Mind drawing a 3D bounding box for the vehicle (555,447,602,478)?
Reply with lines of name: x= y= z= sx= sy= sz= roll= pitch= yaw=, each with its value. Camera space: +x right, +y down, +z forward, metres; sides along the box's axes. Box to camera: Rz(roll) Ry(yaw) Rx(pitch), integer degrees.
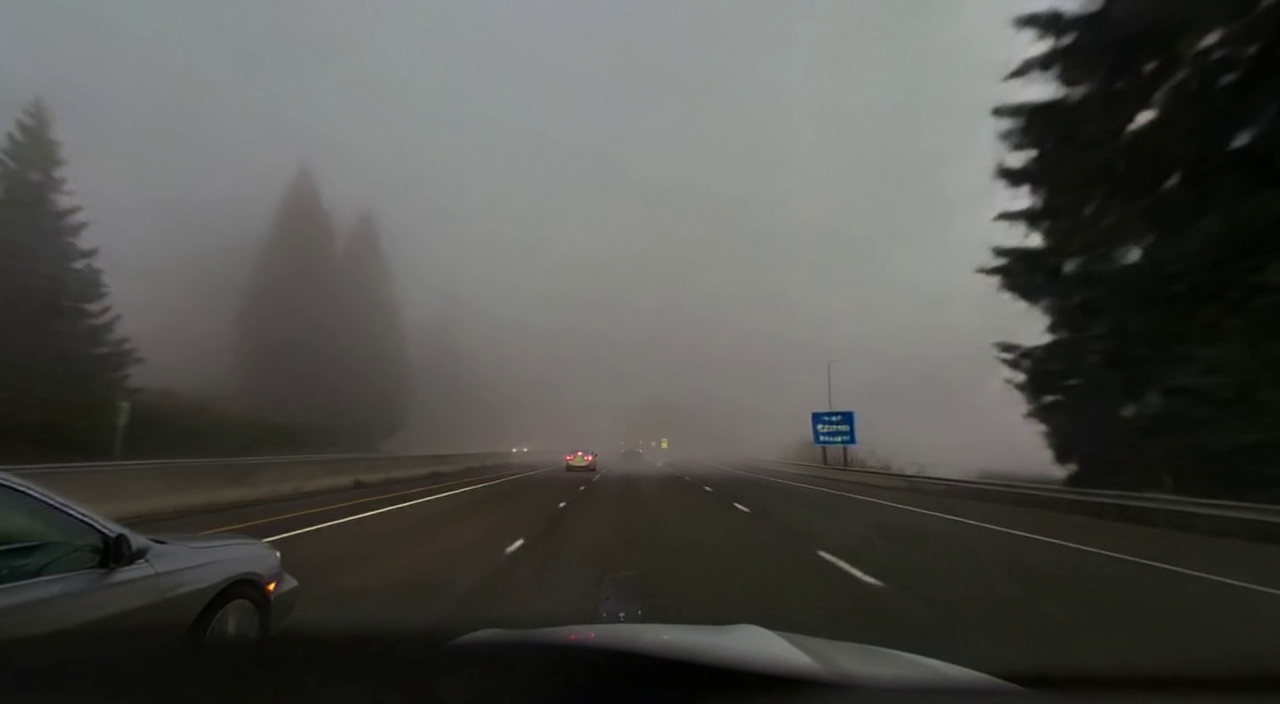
vehicle: x=-3.242 y=5.962 z=34.309 sx=2.184 sy=1.574 sz=5.004 roll=0 pitch=-9 yaw=-1
